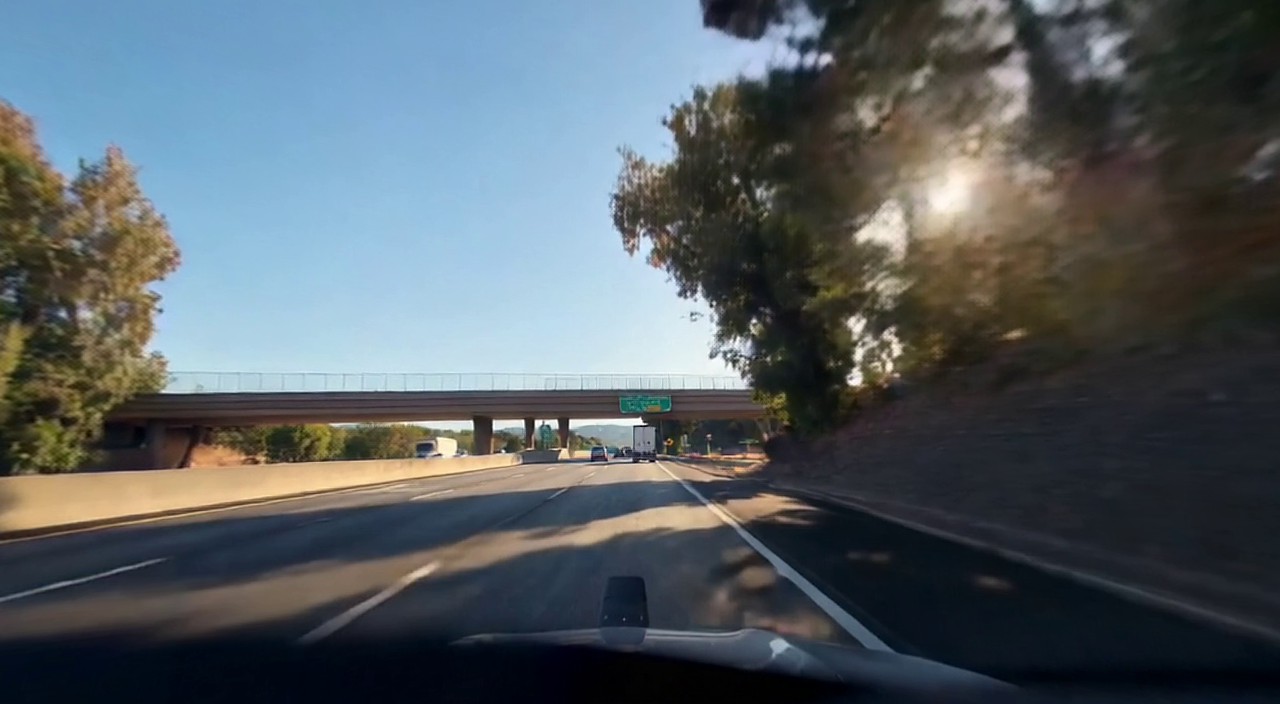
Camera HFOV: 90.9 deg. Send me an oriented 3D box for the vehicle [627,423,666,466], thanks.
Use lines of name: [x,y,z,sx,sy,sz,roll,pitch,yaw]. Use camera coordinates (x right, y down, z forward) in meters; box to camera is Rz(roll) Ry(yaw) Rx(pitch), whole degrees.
vehicle: [0.403,7.284,49.521,2.790,3.075,7.414,0,-9,-2]
